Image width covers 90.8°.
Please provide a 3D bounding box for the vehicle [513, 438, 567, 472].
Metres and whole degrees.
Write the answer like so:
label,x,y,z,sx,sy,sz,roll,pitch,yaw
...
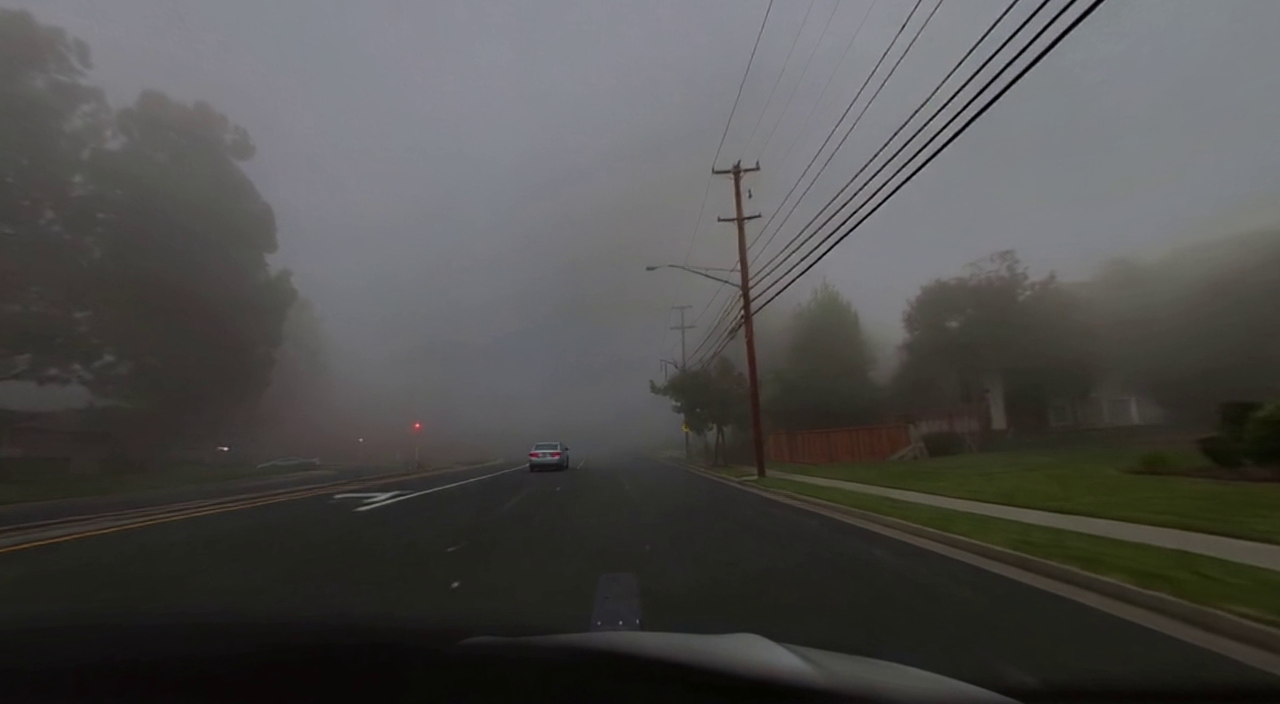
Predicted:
label,x,y,z,sx,sy,sz,roll,pitch,yaw
vehicle,-4.665,4.849,30.051,2.041,1.471,4.602,0,-8,-3
